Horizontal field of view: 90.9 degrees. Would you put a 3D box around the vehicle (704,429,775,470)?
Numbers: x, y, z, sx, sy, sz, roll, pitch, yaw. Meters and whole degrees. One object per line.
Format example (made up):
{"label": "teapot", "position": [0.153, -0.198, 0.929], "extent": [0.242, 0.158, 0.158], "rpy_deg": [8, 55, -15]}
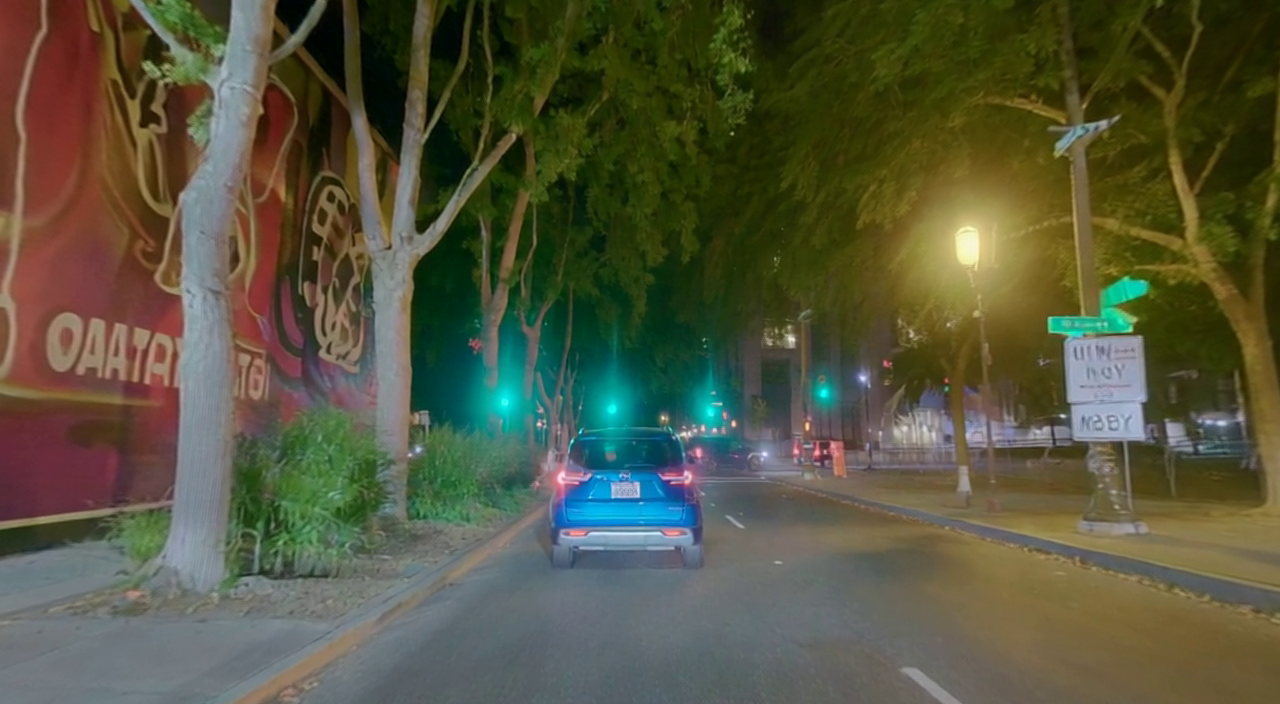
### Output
{"label": "vehicle", "position": [5.612, 5.358, 34.814], "extent": [2.448, 2.063, 5.513], "rpy_deg": [-4, -9, 24]}

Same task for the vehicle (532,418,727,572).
{"label": "vehicle", "position": [-0.125, 1.822, 8.754], "extent": [2.079, 1.621, 3.861], "rpy_deg": [0, -8, 0]}
